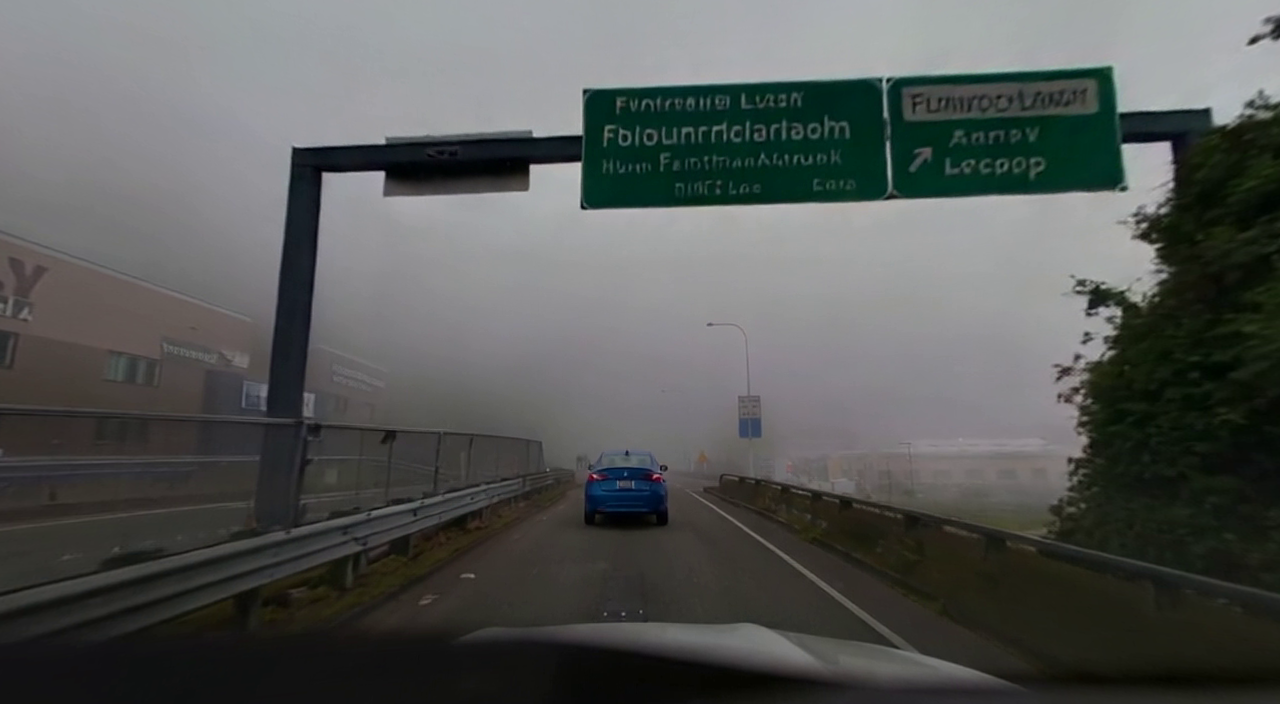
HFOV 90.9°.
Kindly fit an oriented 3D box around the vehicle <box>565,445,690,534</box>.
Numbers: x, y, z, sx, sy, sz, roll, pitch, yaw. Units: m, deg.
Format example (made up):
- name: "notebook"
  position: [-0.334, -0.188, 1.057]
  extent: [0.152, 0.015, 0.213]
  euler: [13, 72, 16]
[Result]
- name: "vehicle"
  position: [-0.228, 2.589, 12.455]
  extent: [2.063, 1.442, 3.933]
  euler: [0, -9, 0]
